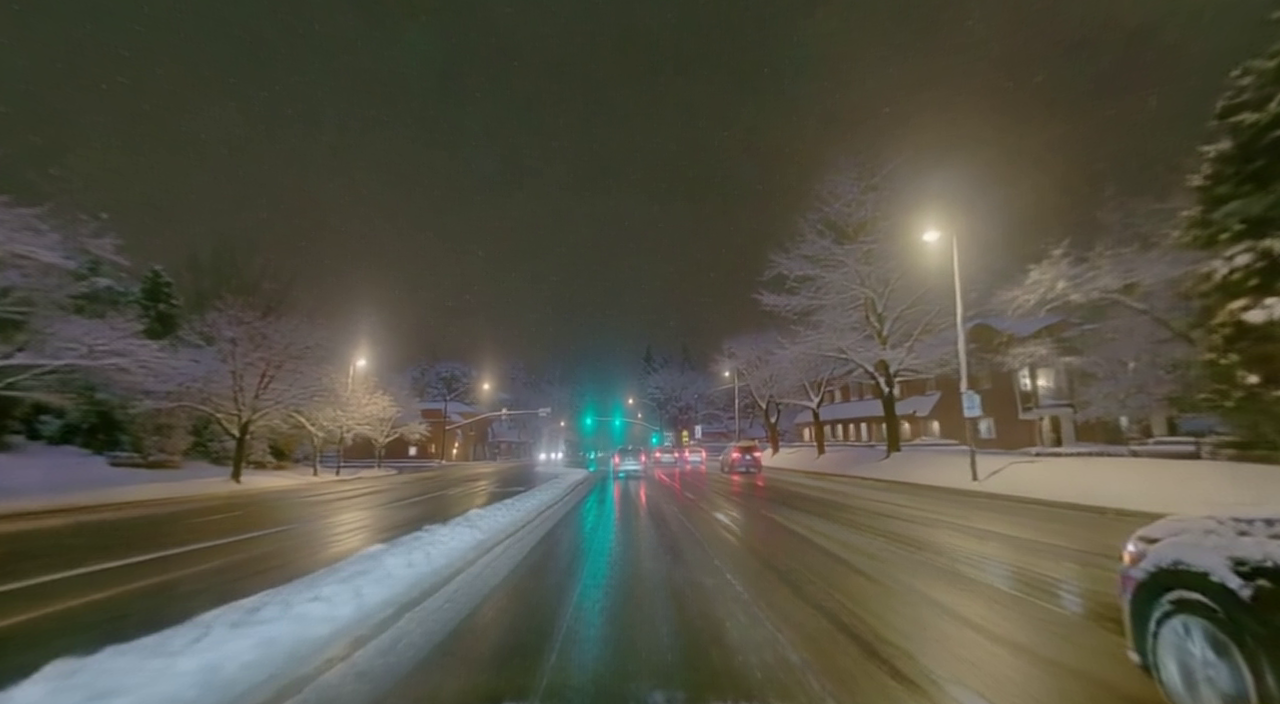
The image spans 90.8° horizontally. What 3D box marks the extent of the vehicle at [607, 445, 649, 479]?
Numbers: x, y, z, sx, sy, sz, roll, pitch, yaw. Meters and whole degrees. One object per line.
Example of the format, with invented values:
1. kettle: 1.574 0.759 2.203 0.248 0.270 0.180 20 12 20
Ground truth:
1. vehicle: -0.708 5.903 34.076 2.101 1.641 4.341 0 -9 -3

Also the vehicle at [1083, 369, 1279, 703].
1. vehicle: 3.488 0.688 1.149 1.893 1.664 4.670 0 -9 -1

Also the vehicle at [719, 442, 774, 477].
1. vehicle: 6.235 6.374 37.721 2.052 1.886 5.297 0 -9 -3
